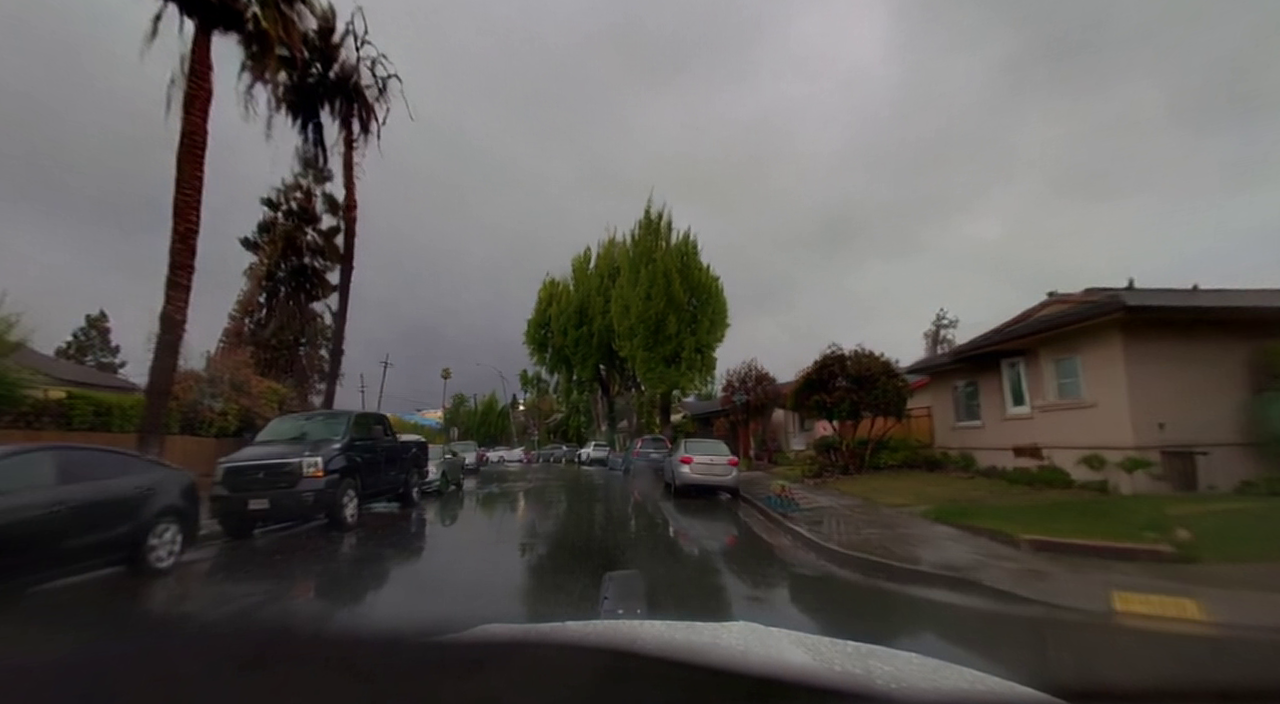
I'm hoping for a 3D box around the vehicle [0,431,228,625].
[{"bbox_3d":[-6.219,1.545,5.840,1.875,1.585,4.184,0,-8,1],"label":"vehicle"}]

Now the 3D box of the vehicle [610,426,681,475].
[{"bbox_3d":[0.136,4.420,28.403,2.139,1.997,4.864,2,-8,-13],"label":"vehicle"}]

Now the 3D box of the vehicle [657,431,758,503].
[{"bbox_3d":[1.649,3.022,17.062,2.076,1.658,4.604,0,-8,-2],"label":"vehicle"}]

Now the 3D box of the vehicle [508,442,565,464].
[{"bbox_3d":[-7.928,7.643,47.852,2.108,1.503,4.977,6,-10,-37],"label":"vehicle"}]

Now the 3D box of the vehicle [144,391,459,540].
[{"bbox_3d":[-5.918,2.136,12.579,2.624,2.178,6.522,0,-8,0],"label":"vehicle"}]
